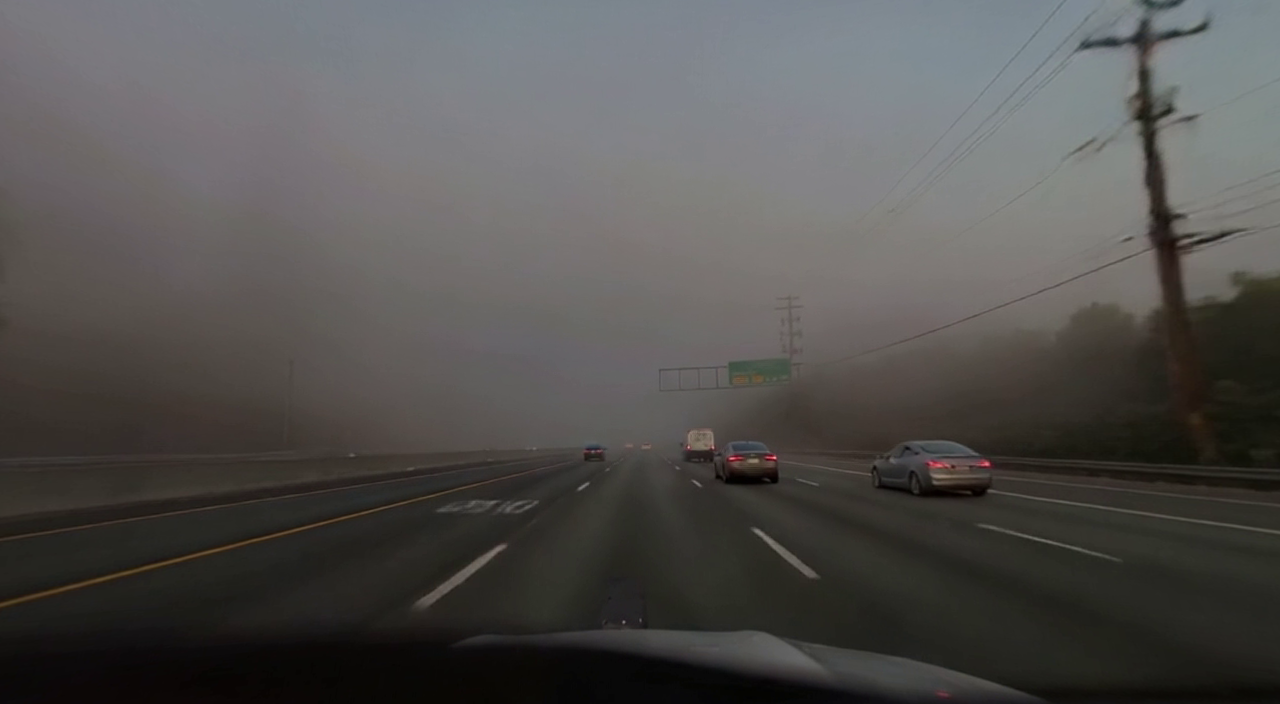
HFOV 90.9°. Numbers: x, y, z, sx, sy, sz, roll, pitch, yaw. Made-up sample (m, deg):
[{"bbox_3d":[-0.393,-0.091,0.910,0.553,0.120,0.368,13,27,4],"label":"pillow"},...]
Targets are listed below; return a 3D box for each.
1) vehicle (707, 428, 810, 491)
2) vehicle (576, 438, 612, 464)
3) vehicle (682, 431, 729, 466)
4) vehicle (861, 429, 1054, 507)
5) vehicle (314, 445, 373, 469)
[{"bbox_3d":[3.338,3.148,18.817,2.146,1.639,4.475,0,-8,-1],"label":"vehicle"},{"bbox_3d":[-3.210,7.020,44.919,2.106,1.682,4.395,-1,-8,2],"label":"vehicle"},{"bbox_3d":[4.028,6.046,39.845,2.442,2.022,5.466,0,-8,0],"label":"vehicle"},{"bbox_3d":[7.093,2.631,14.845,1.988,1.518,4.856,0,-8,0],"label":"vehicle"},{"bbox_3d":[-18.694,6.602,39.943,1.824,1.410,3.744,-1,-8,1],"label":"vehicle"}]
